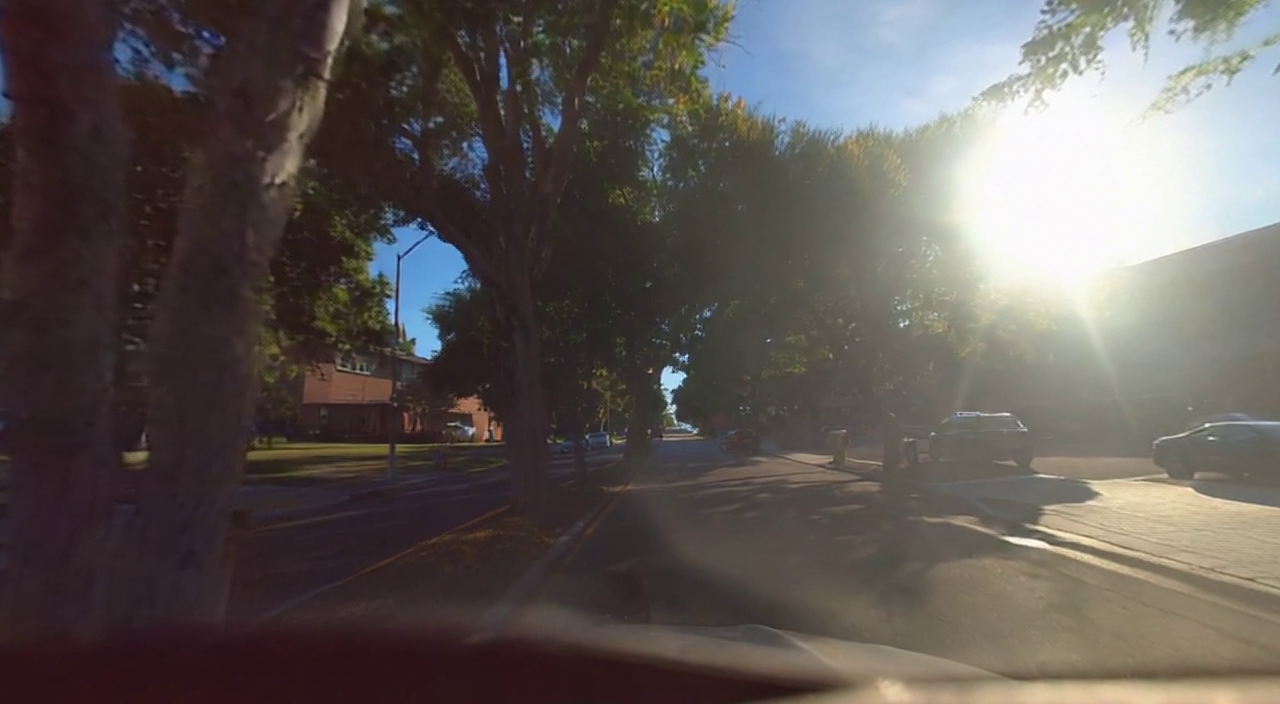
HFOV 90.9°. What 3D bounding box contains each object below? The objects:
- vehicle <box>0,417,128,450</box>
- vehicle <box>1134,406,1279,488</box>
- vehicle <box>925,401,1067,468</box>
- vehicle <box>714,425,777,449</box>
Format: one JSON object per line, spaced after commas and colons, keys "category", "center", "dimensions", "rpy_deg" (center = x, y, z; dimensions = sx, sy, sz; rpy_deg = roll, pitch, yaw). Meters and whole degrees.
{"category": "vehicle", "center": [-29.680, 4.164, 32.221], "dimensions": [4.814, 1.609, 2.197], "rpy_deg": [2, -7, -16]}
{"category": "vehicle", "center": [12.948, 1.933, 13.028], "dimensions": [1.903, 1.528, 4.374], "rpy_deg": [0, -7, 0]}
{"category": "vehicle", "center": [10.976, 2.631, 19.914], "dimensions": [2.018, 1.840, 4.662], "rpy_deg": [-1, -8, 5]}
{"category": "vehicle", "center": [8.118, 6.511, 48.390], "dimensions": [4.277, 1.740, 2.097], "rpy_deg": [-4, -8, 30]}
